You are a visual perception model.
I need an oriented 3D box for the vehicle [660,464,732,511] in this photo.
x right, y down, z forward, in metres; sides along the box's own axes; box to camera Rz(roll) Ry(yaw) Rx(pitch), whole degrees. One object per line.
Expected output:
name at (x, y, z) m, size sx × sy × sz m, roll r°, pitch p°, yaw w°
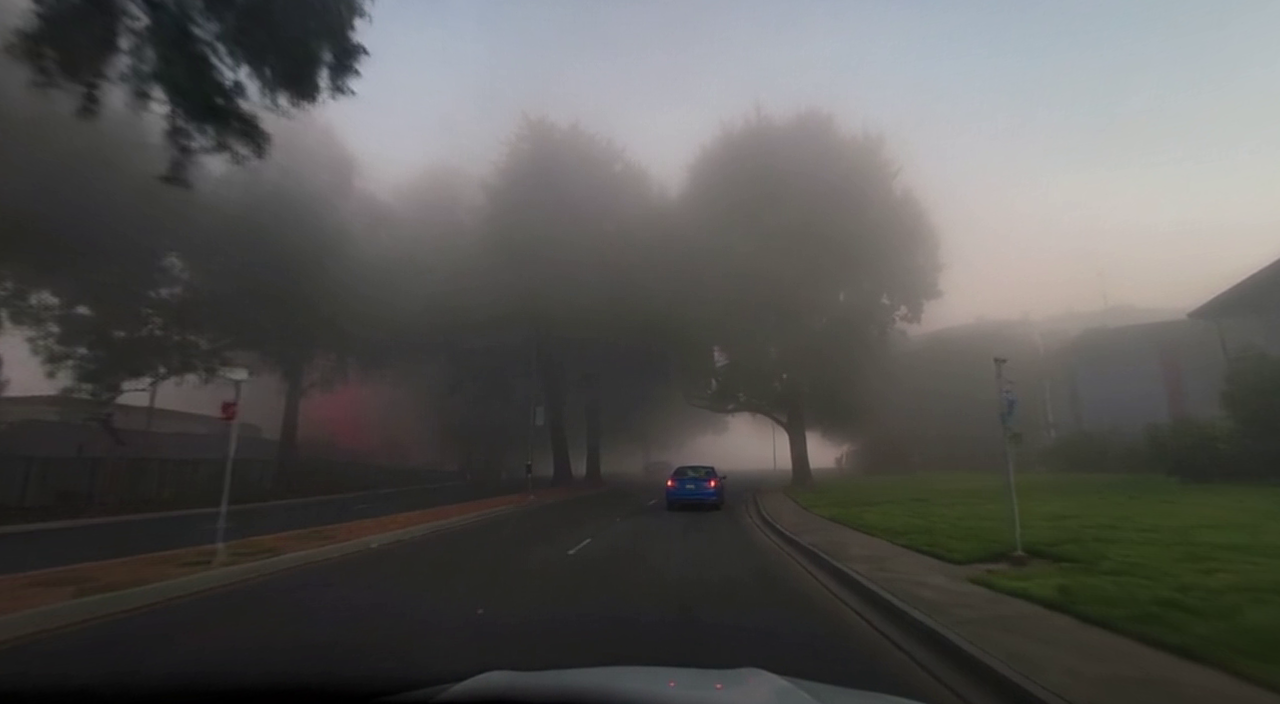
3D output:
vehicle at (1.941, 4.257, 20.182) m, size 1.972 × 1.250 × 5.282 m, roll -1°, pitch -11°, yaw 8°
